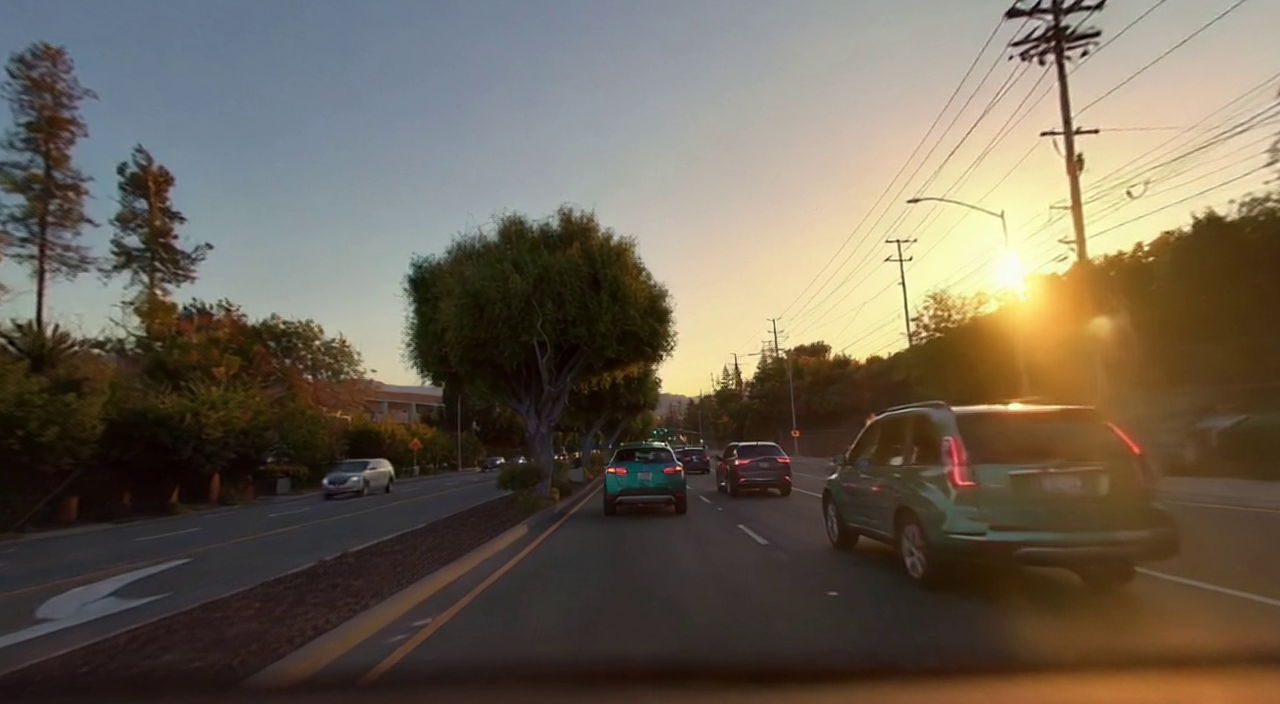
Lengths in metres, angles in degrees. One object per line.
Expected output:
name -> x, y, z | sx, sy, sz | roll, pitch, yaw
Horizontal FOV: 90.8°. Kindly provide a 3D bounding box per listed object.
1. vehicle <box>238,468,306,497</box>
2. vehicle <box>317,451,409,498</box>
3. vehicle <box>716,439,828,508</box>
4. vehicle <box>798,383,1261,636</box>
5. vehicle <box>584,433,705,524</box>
vehicle -> -22.617, 8.017, 38.993 | 1.847, 1.554, 3.926 | 0, -8, -1
vehicle -> -12.721, 5.631, 29.450 | 2.107, 1.931, 5.015 | 0, -8, -2
vehicle -> 3.330, 3.132, 16.810 | 2.064, 1.591, 4.081 | 0, -8, 0
vehicle -> 3.399, 1.469, 6.941 | 2.097, 1.818, 4.625 | 0, -8, 0
vehicle -> 0.062, 2.617, 13.643 | 2.199, 1.641, 4.232 | 0, -8, -1
